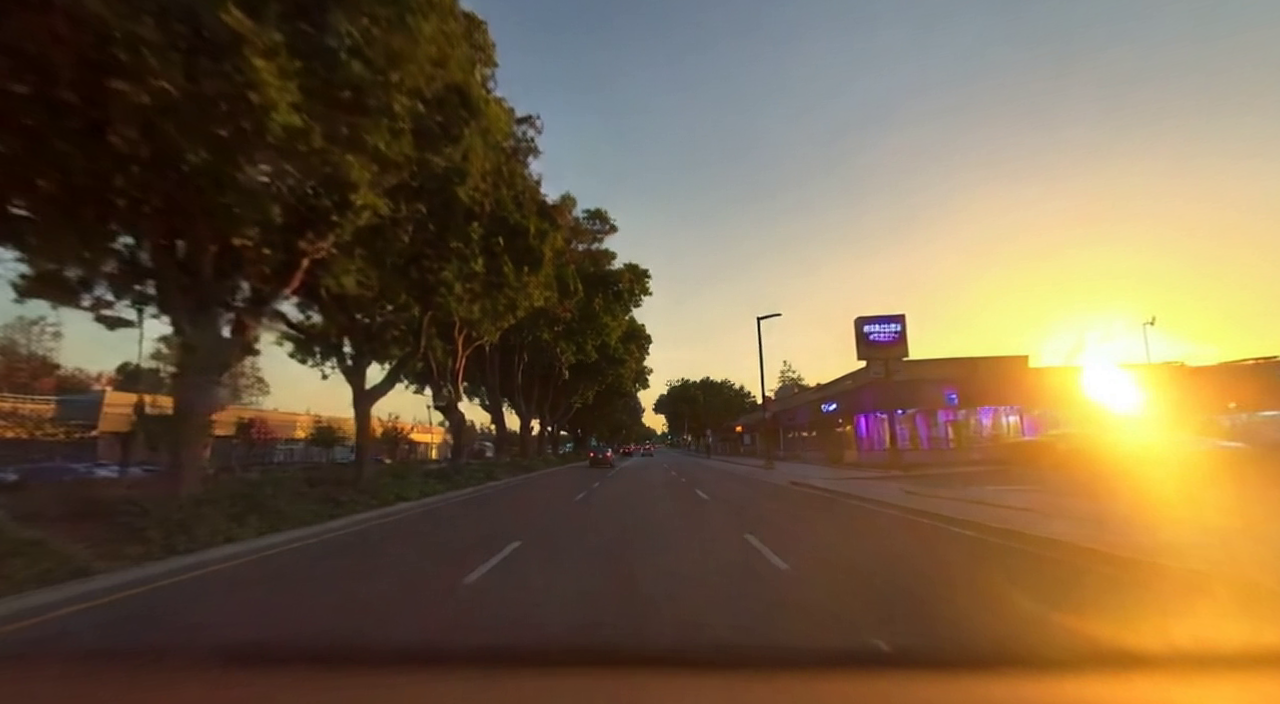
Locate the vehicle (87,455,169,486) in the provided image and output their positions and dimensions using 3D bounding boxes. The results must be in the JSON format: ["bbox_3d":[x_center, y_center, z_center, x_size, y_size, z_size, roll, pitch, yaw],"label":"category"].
[{"bbox_3d":[-31.456,7.269,38.912,1.830,1.663,4.166,0,-9,-6],"label":"vehicle"}]

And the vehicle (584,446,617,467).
[{"bbox_3d":[-2.809,7.576,45.927,2.082,1.460,4.442,-1,-9,1],"label":"vehicle"}]

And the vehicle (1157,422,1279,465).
[{"bbox_3d":[25.387,3.993,27.446,2.024,1.683,4.322,0,-9,0],"label":"vehicle"}]

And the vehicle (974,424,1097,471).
[{"bbox_3d":[16.966,4.139,27.410,2.038,1.827,4.870,0,-9,-2],"label":"vehicle"}]

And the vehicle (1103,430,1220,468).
[{"bbox_3d":[22.487,4.187,27.392,1.828,1.450,3.730,-2,-8,0],"label":"vehicle"}]

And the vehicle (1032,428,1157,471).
[{"bbox_3d":[19.617,4.212,27.502,2.074,1.607,4.465,-2,-8,-1],"label":"vehicle"}]
